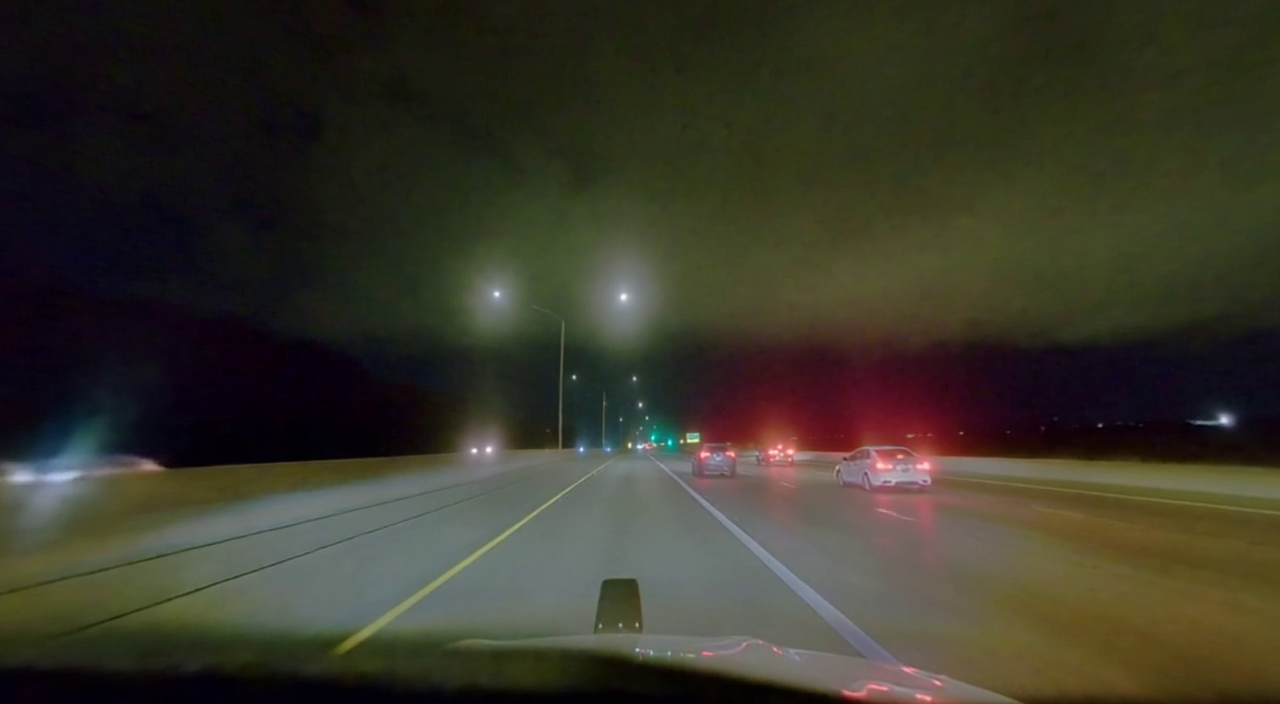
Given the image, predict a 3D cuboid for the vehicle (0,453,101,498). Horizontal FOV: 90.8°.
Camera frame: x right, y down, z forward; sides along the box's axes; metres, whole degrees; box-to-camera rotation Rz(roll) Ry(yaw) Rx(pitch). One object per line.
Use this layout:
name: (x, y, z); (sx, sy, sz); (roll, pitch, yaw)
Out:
vehicle: (-22.169, 4.365, 22.578); (1.888, 1.373, 4.582); (1, -8, -2)

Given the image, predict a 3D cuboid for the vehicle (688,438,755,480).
vehicle: (3.198, 4.302, 25.667); (2.056, 1.553, 4.320); (0, -8, -2)

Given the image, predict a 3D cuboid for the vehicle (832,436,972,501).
vehicle: (6.833, 3.072, 17.027); (2.038, 1.528, 3.910); (0, -8, -1)
